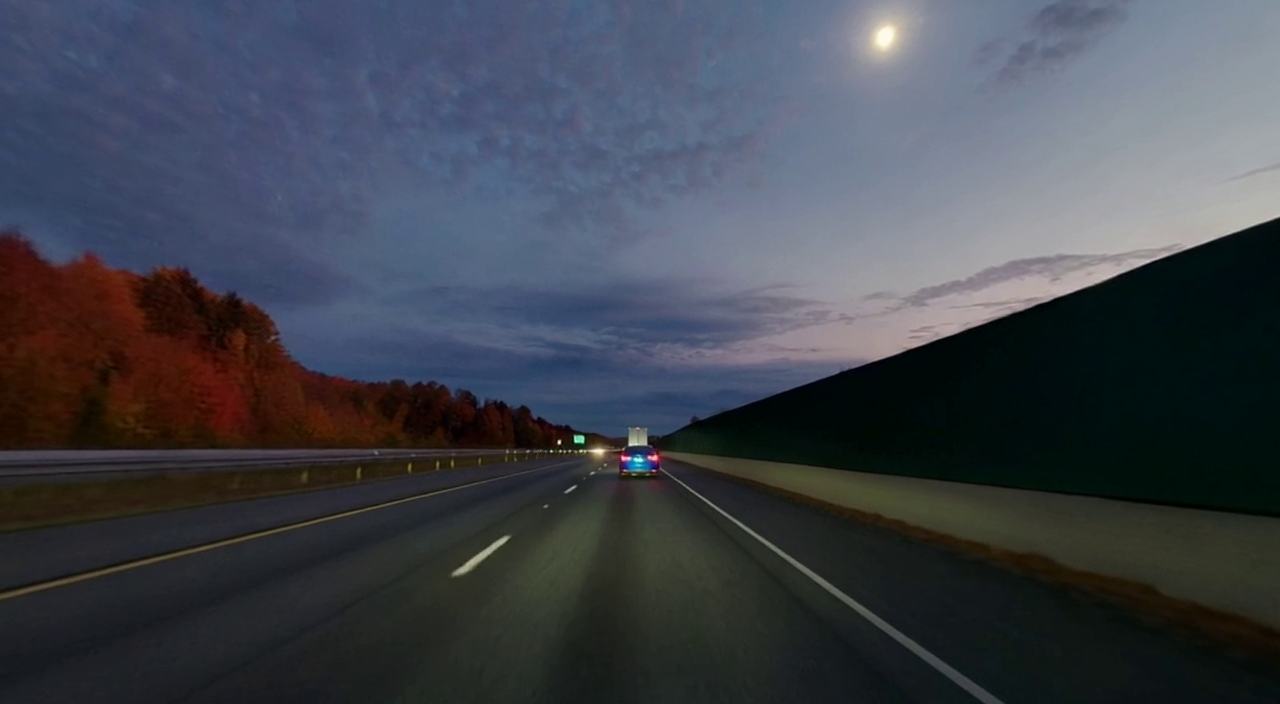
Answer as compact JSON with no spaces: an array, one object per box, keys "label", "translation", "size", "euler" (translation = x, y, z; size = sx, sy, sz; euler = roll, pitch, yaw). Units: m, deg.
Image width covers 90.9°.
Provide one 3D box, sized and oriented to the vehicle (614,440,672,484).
[{"label":"vehicle","translation":[0.053,4.175,24.288],"size":[2.057,1.516,4.065],"euler":[0,-8,-2]}]
